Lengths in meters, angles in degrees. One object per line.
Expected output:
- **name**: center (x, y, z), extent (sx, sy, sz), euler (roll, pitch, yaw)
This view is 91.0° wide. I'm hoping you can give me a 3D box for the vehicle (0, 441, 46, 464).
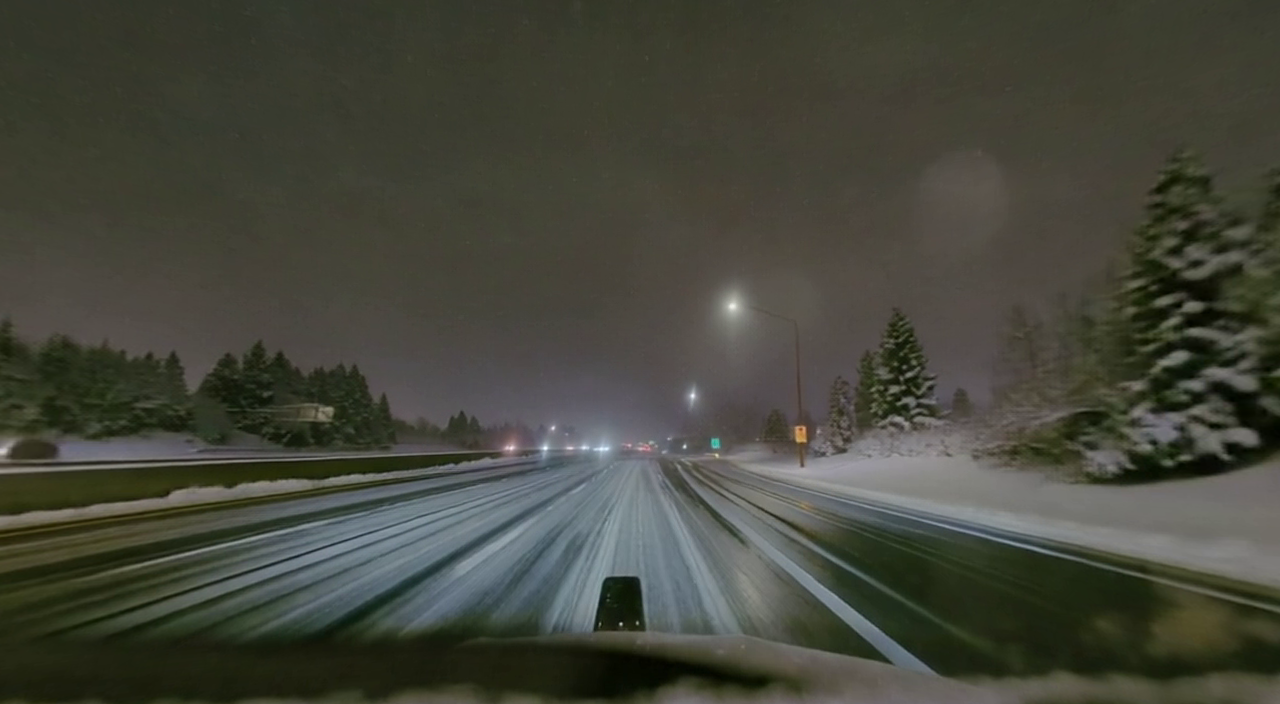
- **vehicle**: center (-44.266, 6.973, 43.593), extent (1.841, 1.544, 4.510), euler (0, -9, 0)
